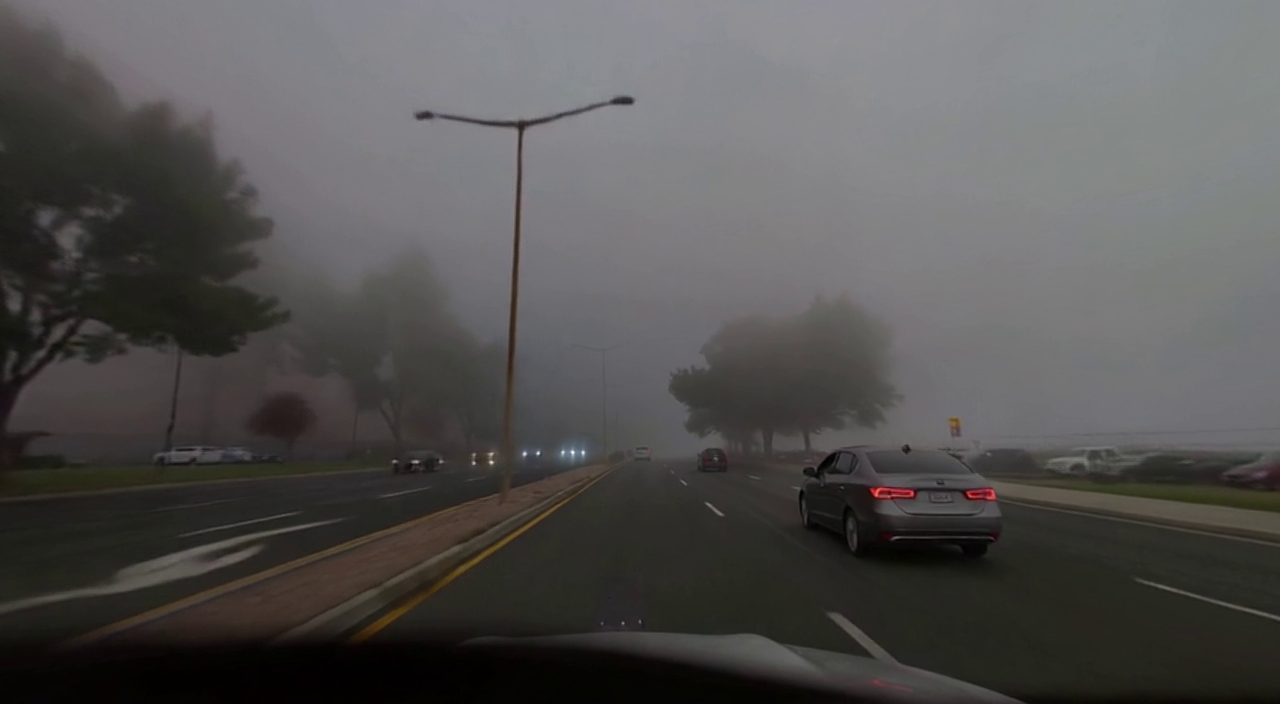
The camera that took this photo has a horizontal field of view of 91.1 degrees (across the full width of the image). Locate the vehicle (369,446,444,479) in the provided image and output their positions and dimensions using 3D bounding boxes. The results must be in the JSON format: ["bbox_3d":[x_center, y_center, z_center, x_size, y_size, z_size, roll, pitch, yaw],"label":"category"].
[{"bbox_3d":[-11.863,5.630,32.261,1.983,1.567,4.557,0,-9,1],"label":"vehicle"}]

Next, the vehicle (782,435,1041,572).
[{"bbox_3d":[3.555,2.036,9.309,1.935,1.501,4.384,0,-9,1],"label":"vehicle"}]

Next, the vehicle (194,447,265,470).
[{"bbox_3d":[-28.315,7.330,43.461,1.861,1.451,4.533,0,-9,0],"label":"vehicle"}]

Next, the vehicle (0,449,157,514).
[{"bbox_3d":[-15.774,3.358,16.796,1.889,1.463,4.652,0,-9,1],"label":"vehicle"}]

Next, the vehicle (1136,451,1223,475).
[{"bbox_3d":[36.641,7.512,42.789,1.804,1.447,4.676,0,-9,1],"label":"vehicle"}]

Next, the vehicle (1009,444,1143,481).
[{"bbox_3d":[19.576,4.957,28.302,4.648,1.568,1.919,1,-9,-3],"label":"vehicle"}]

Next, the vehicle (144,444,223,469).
[{"bbox_3d":[-31.545,7.221,43.553,1.950,1.569,4.435,0,-9,2],"label":"vehicle"}]
